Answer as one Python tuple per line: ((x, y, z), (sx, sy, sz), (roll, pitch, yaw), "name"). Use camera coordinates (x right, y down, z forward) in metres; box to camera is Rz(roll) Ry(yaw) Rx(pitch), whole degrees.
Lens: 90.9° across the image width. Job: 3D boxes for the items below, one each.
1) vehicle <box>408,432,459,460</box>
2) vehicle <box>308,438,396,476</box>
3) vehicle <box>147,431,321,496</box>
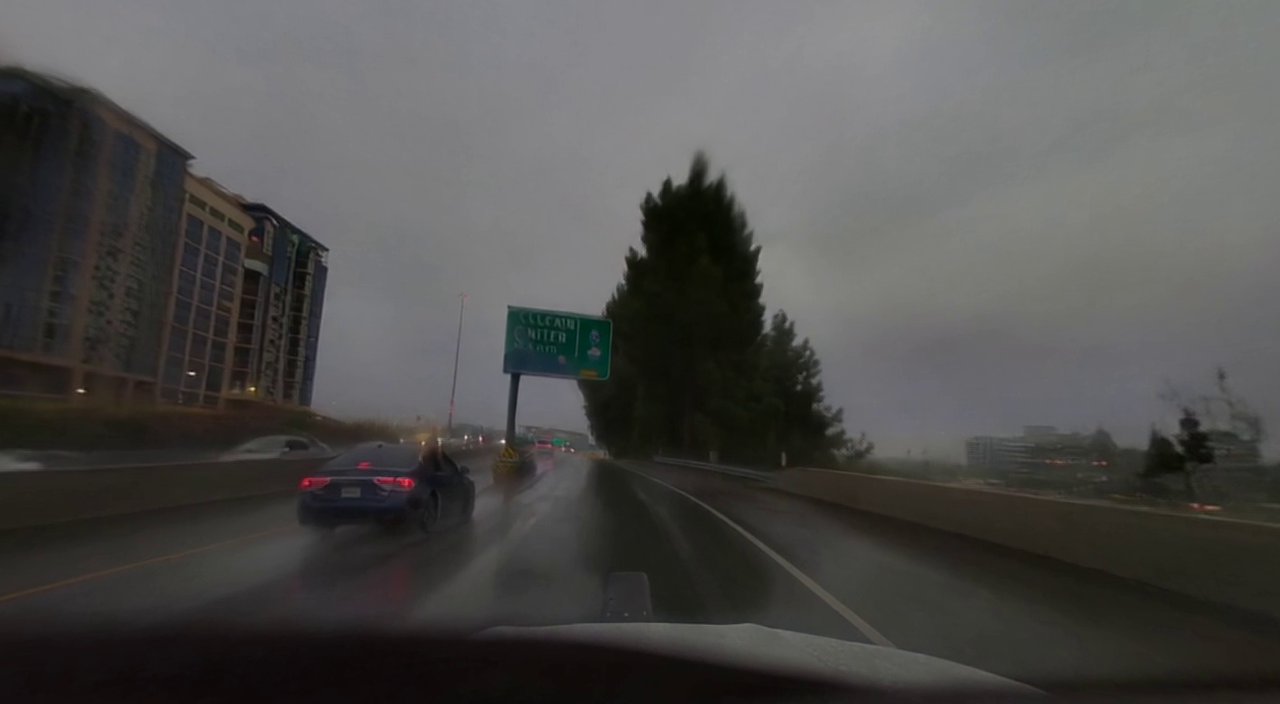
((-13.398, 6.145, 41.234), (2.078, 1.664, 4.595), (0, -8, -4), "vehicle")
((-12.015, 4.391, 26.630), (1.950, 1.437, 4.326), (0, -8, -5), "vehicle")
((-10.813, 2.993, 17.288), (1.957, 1.514, 4.528), (0, -8, -3), "vehicle")
